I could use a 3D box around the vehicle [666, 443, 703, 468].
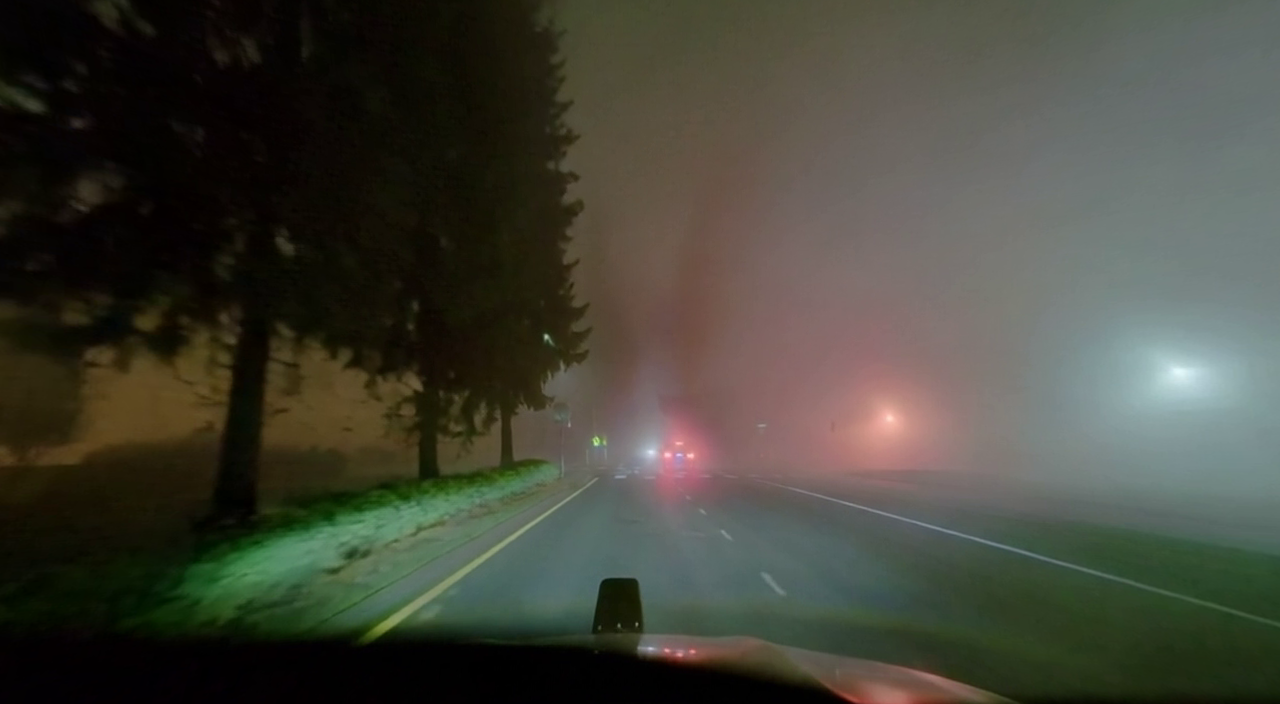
[{"bbox_3d":[2.824,6.720,40.979,2.044,1.537,4.528,0,-9,-1],"label":"vehicle"}]
